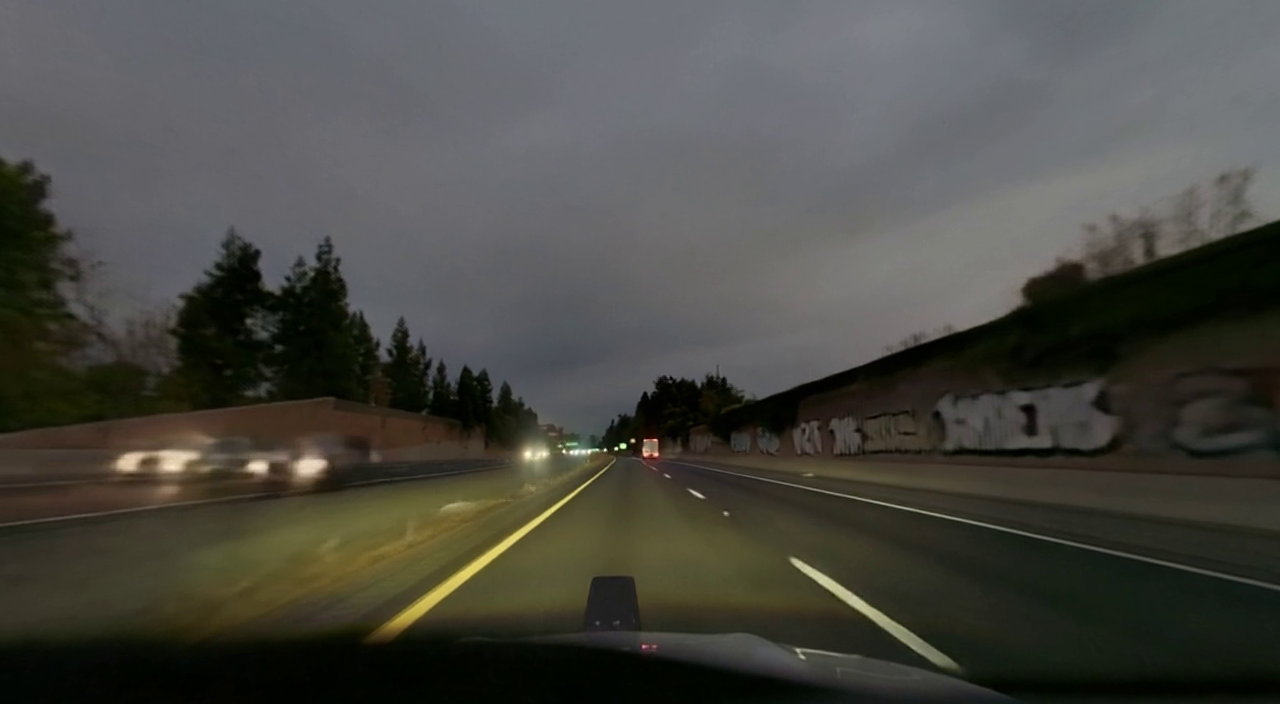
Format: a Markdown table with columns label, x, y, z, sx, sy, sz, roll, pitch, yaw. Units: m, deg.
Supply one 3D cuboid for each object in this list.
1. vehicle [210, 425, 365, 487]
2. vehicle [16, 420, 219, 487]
| label | x | y | z | sx | sy | sz | roll | pitch | yaw |
| --- | --- | --- | --- | --- | --- | --- | --- | --- | --- |
| vehicle | -9.309 | 2.791 | 16.969 | 1.955 | 1.465 | 3.791 | 0 | -9 | 0 |
| vehicle | -13.757 | 2.720 | 16.913 | 1.921 | 1.551 | 4.132 | 0 | -9 | -1 |
